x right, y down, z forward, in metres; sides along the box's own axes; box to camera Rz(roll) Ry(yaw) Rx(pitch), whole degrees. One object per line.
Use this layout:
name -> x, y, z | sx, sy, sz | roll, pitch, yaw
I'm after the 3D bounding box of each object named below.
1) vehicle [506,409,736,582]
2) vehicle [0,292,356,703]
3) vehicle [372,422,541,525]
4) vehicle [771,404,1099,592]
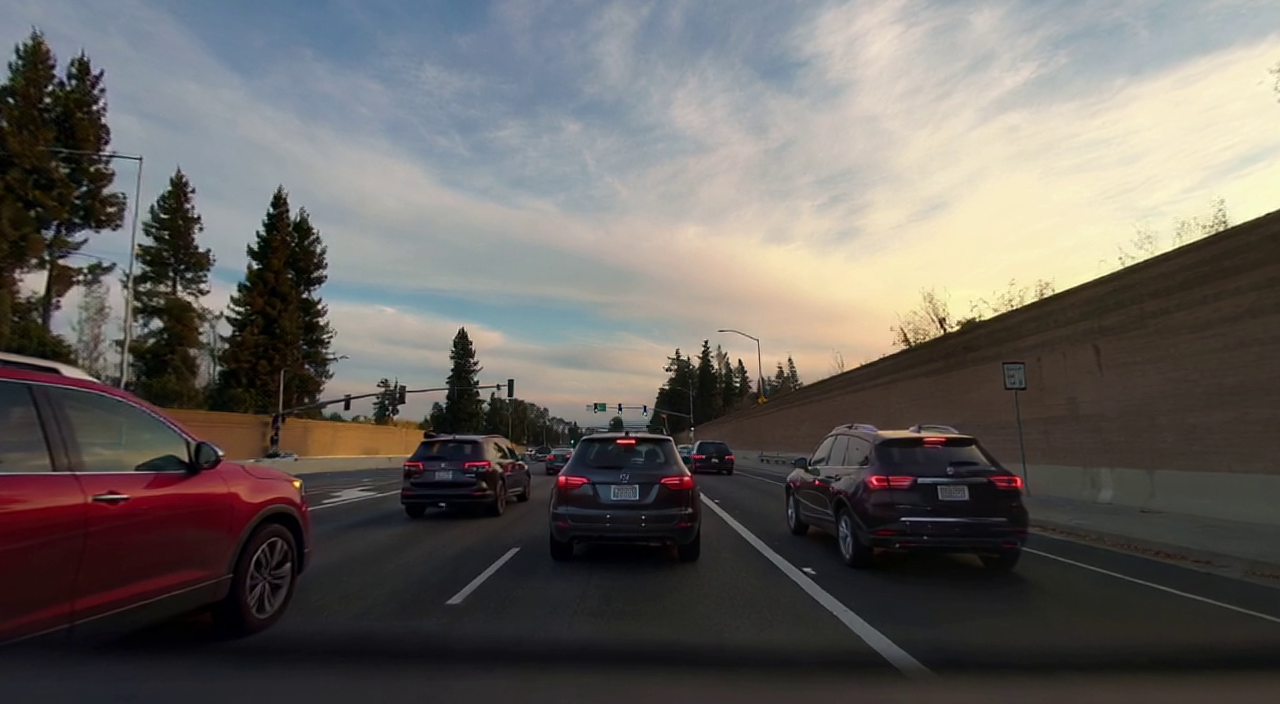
vehicle -> -0.157, 1.689, 8.192 | 2.245, 1.677, 3.913 | 0, -8, 1
vehicle -> -3.525, 0.839, 3.182 | 2.070, 1.913, 4.450 | 0, -8, 0
vehicle -> -3.528, 2.433, 13.222 | 2.067, 1.759, 4.631 | 0, -8, 1
vehicle -> 3.136, 1.641, 7.943 | 2.029, 1.702, 4.281 | 0, -8, 0
